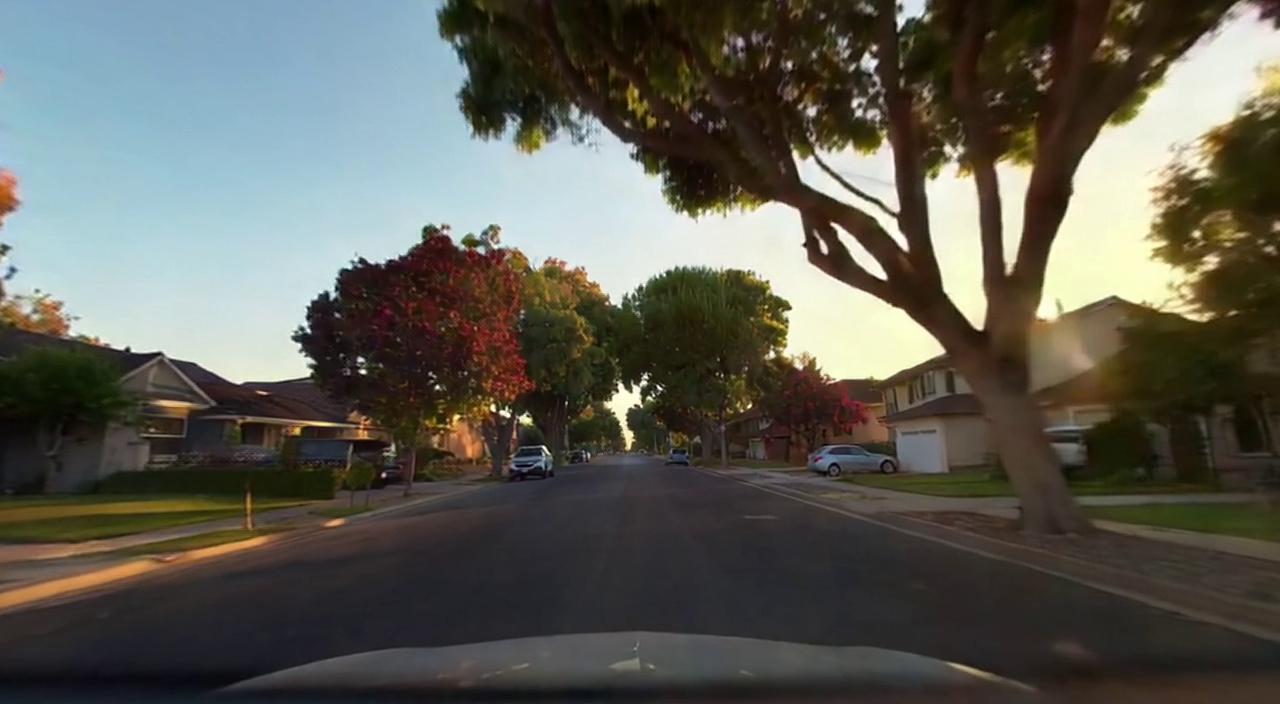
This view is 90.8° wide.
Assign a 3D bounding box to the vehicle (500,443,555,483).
[{"bbox_3d":[-5.968,5.933,34.243,2.341,1.942,5.044,0,-9,-3],"label":"vehicle"}]

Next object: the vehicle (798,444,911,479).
[{"bbox_3d":[9.941,5.084,29.507,4.497,1.564,1.948,0,-9,-2],"label":"vehicle"}]

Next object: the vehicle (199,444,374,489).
[{"bbox_3d":[-12.523,4.076,22.663,5.040,1.541,2.042,0,-9,0],"label":"vehicle"}]
